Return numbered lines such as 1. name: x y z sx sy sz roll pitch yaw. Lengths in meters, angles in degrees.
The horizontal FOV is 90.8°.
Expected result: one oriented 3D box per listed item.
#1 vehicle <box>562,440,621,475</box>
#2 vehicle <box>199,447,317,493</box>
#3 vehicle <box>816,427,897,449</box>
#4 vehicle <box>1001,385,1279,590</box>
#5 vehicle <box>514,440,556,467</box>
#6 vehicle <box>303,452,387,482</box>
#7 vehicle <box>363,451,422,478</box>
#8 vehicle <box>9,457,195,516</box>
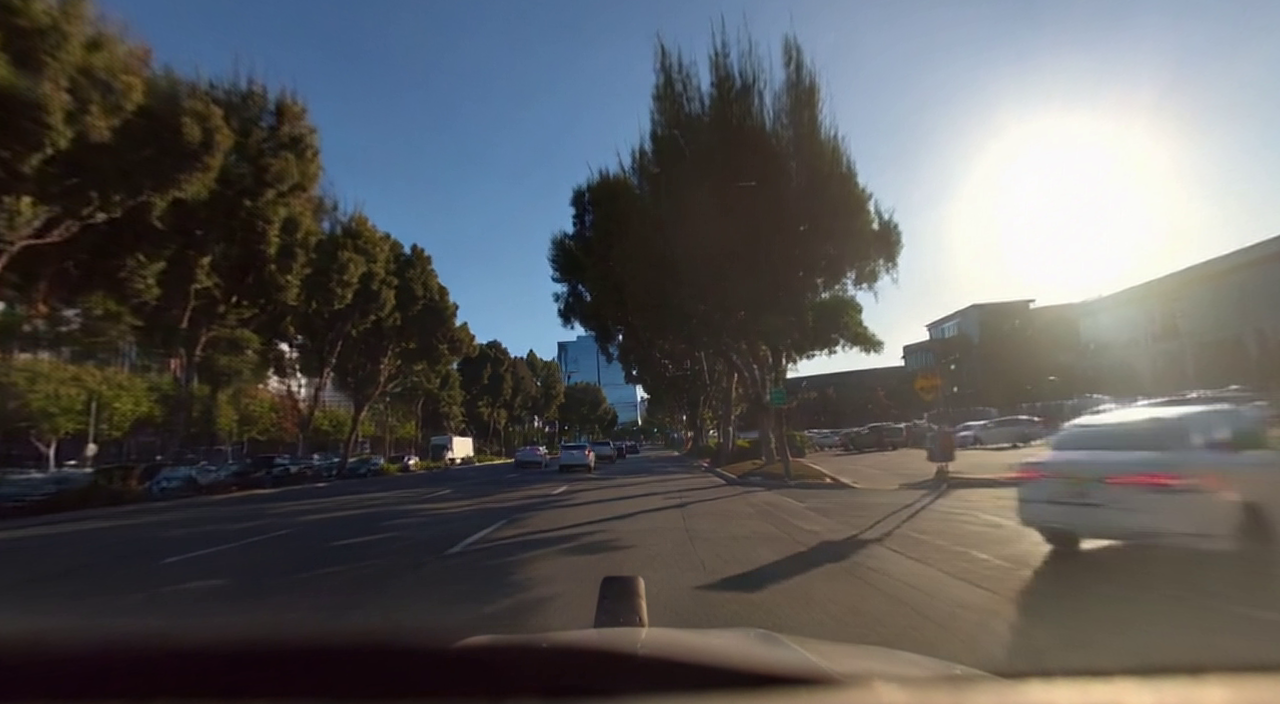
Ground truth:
1. vehicle: -2.237 5.042 30.544 2.235 1.500 4.420 0 -8 4
2. vehicle: -16.399 5.054 27.474 2.073 1.749 4.770 0 -8 1
3. vehicle: 14.439 5.798 42.337 4.739 1.424 1.936 0 -8 2
4. vehicle: 6.401 1.269 6.591 4.504 1.513 2.208 4 -9 -23
5. vehicle: -7.360 7.124 44.657 2.054 1.744 4.422 0 -8 2
6. vehicle: -16.361 6.374 35.364 2.162 1.480 5.017 0 -8 1
7. vehicle: -16.152 7.353 41.513 2.024 1.531 4.580 0 -8 1
8. vehicle: -16.429 4.082 19.678 1.849 1.472 4.441 0 -8 1
